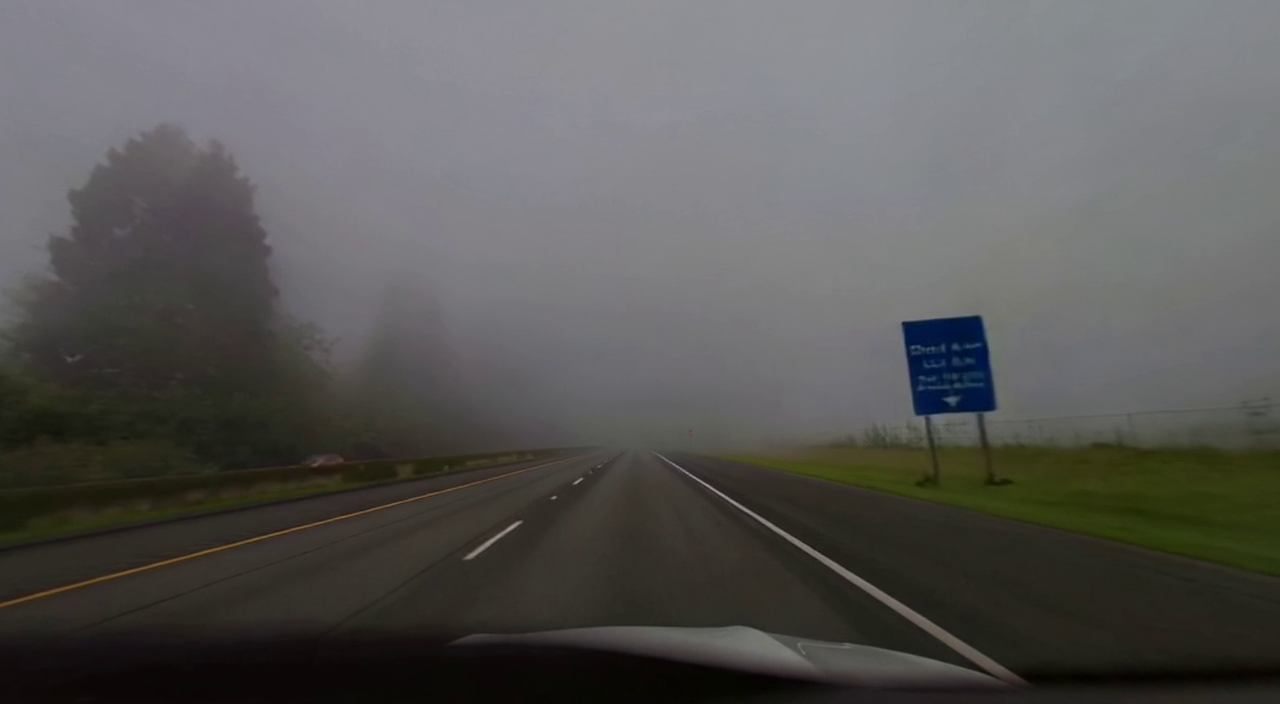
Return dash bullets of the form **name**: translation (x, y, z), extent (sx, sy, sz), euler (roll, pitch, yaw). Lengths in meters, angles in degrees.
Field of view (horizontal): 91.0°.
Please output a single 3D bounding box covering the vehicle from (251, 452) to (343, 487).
- **vehicle**: translation (-16.686, 5.701, 30.909), extent (1.982, 1.498, 4.619), euler (0, -8, -1)
